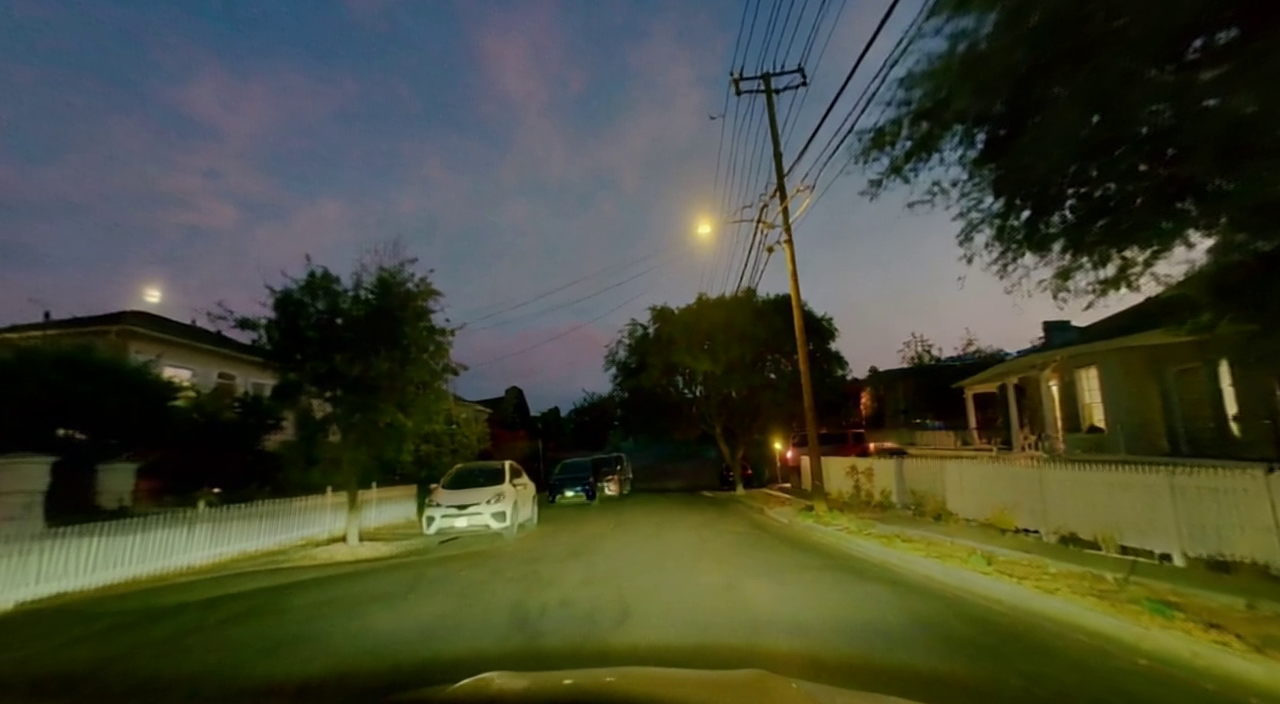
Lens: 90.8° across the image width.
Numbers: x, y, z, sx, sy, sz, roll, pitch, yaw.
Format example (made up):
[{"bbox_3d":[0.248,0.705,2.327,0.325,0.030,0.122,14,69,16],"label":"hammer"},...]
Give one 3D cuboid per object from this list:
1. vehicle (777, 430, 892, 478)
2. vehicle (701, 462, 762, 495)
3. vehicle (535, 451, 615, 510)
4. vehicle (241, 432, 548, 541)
[{"bbox_3d":[8.157,4.278,26.833,4.249,1.905,1.904,0,-7,0],"label":"vehicle"},{"bbox_3d":[4.985,6.775,34.091,3.005,1.535,4.025,-2,-9,10],"label":"vehicle"},{"bbox_3d":[-1.916,4.004,20.217,2.081,1.589,4.691,0,-8,0],"label":"vehicle"},{"bbox_3d":[-4.223,2.480,11.668,4.537,1.595,2.471,2,-12,2],"label":"vehicle"}]
